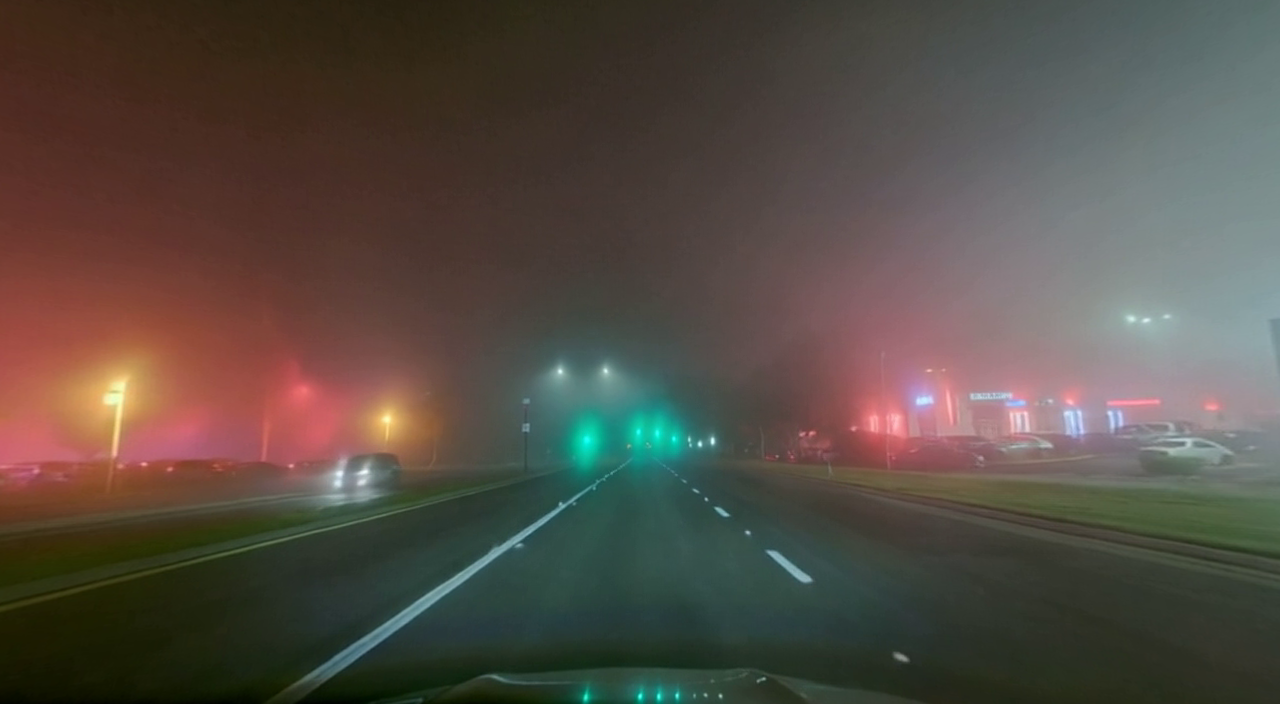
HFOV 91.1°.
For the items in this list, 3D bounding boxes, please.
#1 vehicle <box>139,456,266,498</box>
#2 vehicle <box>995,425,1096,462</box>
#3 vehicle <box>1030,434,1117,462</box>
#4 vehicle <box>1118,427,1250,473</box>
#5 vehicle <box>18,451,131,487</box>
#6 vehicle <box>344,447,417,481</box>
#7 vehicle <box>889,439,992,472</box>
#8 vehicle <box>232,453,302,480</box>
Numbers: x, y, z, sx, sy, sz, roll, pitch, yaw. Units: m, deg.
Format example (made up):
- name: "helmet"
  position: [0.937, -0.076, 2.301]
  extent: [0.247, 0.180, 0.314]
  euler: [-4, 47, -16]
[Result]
- name: "vehicle"
  position: [-19.108, 5.433, 27.754]
  extent: [2.040, 1.609, 4.872]
  euler: [0, -9, 1]
- name: "vehicle"
  position: [29.591, 6.723, 46.012]
  extent: [5.590, 2.528, 2.339]
  euler: [-1, -9, 2]
- name: "vehicle"
  position: [29.556, 6.547, 42.882]
  extent: [4.342, 1.641, 1.975]
  euler: [-2, -8, 0]
- name: "vehicle"
  position: [27.023, 4.894, 31.299]
  extent: [4.569, 1.929, 2.084]
  euler: [-3, -10, -3]
- name: "vehicle"
  position: [-36.350, 7.491, 40.585]
  extent: [2.219, 2.066, 5.369]
  euler: [0, -9, 1]
- name: "vehicle"
  position: [-15.638, 6.741, 38.169]
  extent: [2.266, 1.924, 5.024]
  euler: [0, -9, 1]
- name: "vehicle"
  position: [17.066, 5.913, 35.803]
  extent: [4.720, 1.769, 2.229]
  euler: [0, -9, -4]
- name: "vehicle"
  position: [-28.951, 8.881, 48.971]
  extent: [2.199, 1.859, 5.442]
  euler: [0, -9, 0]
